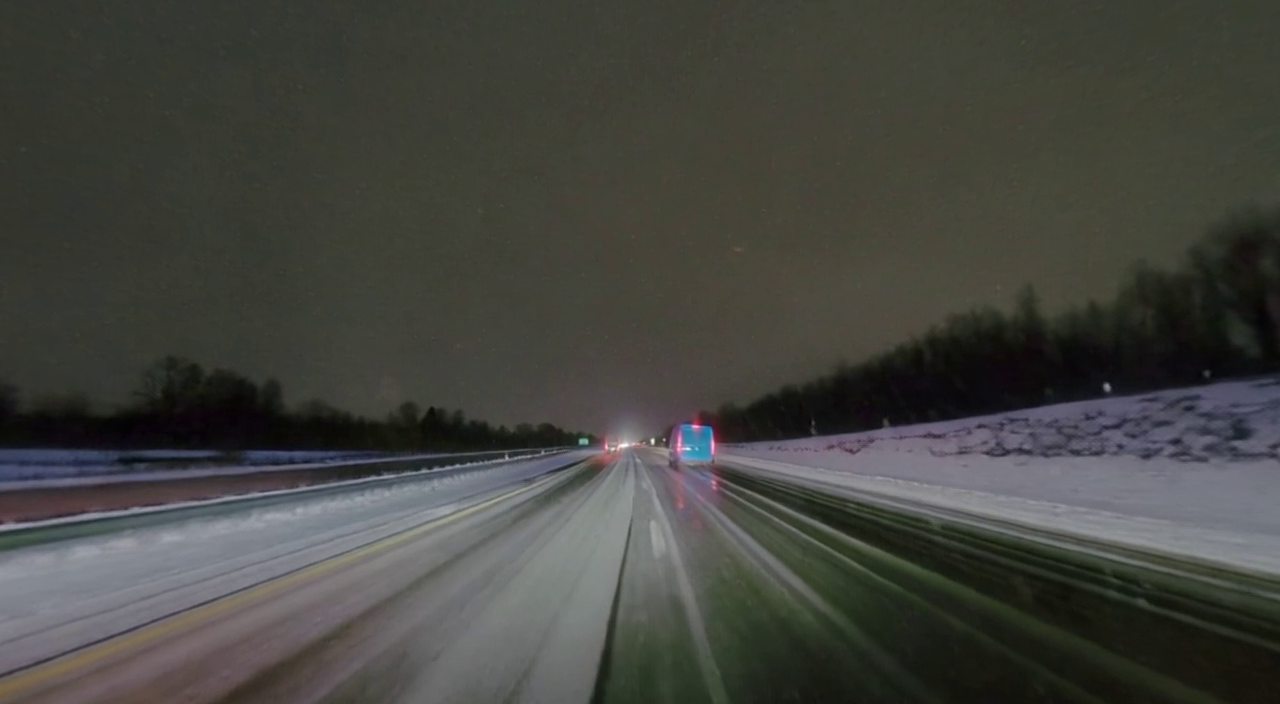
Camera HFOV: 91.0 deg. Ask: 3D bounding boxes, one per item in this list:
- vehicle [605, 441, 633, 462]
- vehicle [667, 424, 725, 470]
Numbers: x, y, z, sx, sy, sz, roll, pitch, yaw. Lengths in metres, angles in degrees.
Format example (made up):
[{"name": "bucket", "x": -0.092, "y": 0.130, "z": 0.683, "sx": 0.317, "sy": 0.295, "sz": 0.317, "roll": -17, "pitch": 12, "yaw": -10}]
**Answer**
[{"name": "vehicle", "x": -1.561, "y": 7.522, "z": 47.721, "sx": 2.005, "sy": 1.466, "sz": 3.739, "roll": -1, "pitch": -8, "yaw": -1}, {"name": "vehicle", "x": 2.641, "y": 4.647, "z": 30.945, "sx": 2.269, "sy": 2.048, "sz": 4.679, "roll": 0, "pitch": -8, "yaw": -2}]
